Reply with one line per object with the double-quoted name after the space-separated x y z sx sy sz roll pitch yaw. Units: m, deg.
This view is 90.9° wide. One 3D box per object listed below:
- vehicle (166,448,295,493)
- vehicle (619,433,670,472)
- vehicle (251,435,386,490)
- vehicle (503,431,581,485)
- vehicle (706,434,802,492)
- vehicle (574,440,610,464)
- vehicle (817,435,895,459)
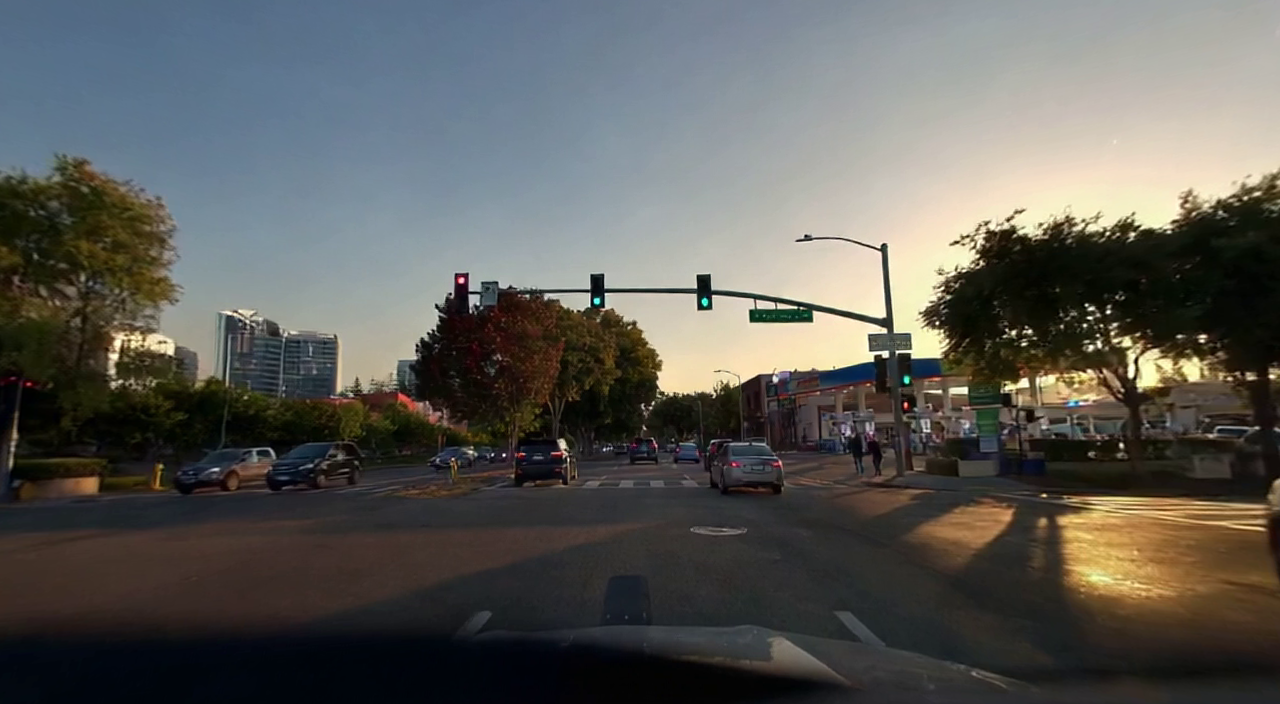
-15.152 4.361 23.651 2.038 1.512 4.072 0 -8 1 "vehicle"
0.201 4.685 29.555 2.192 1.674 4.124 0 -8 0 "vehicle"
-11.737 4.043 23.571 2.133 1.788 5.468 0 -8 0 "vehicle"
-3.219 3.587 21.537 1.988 1.645 3.995 0 -8 1 "vehicle"
3.239 3.243 18.848 1.919 1.502 4.572 0 -8 -1 "vehicle"
-3.066 6.494 41.217 1.901 1.483 4.372 0 -8 1 "vehicle"
15.466 6.805 45.157 4.949 1.587 1.860 -5 -10 30 "vehicle"
